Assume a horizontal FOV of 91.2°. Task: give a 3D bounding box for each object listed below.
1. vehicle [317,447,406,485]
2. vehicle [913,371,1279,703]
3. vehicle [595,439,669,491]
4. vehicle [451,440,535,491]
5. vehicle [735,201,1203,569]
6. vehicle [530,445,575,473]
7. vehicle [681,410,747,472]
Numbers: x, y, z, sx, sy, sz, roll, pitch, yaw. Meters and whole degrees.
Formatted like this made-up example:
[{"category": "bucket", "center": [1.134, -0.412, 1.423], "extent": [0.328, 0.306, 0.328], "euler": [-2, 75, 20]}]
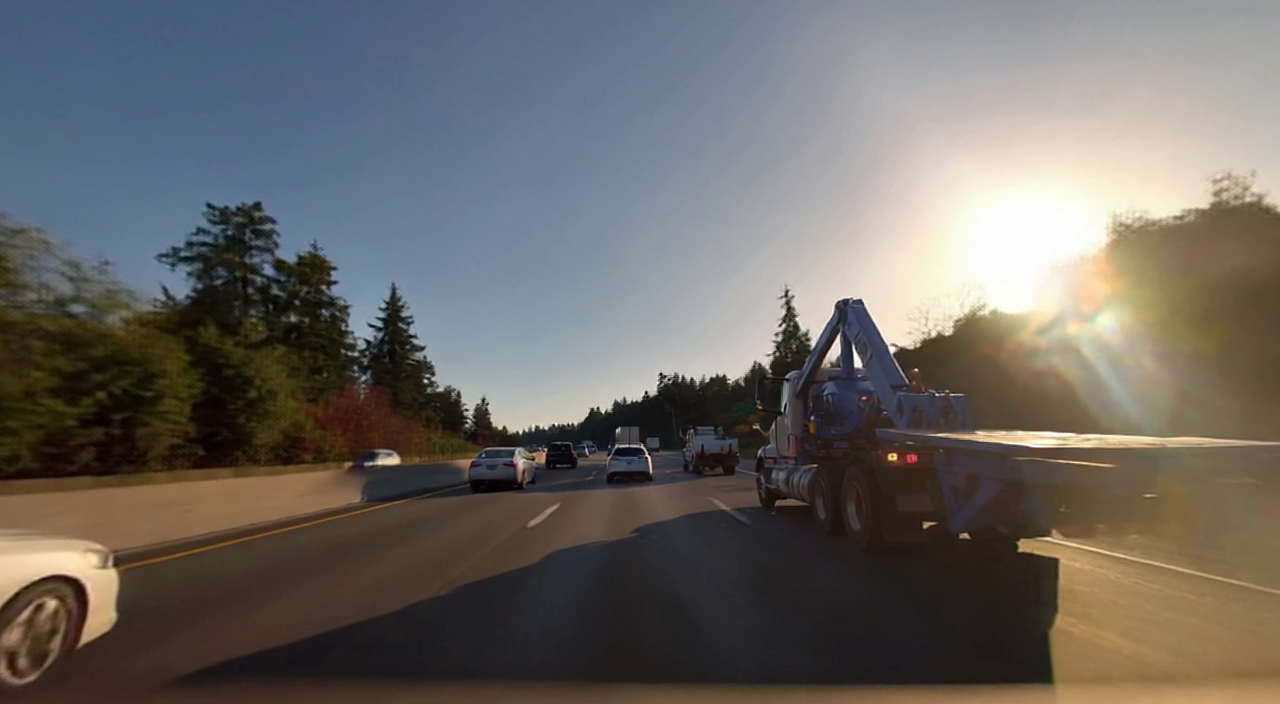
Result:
[{"category": "vehicle", "center": [-12.118, 4.969, 27.646], "extent": [1.869, 1.541, 4.519], "euler": [0, -9, 0]}, {"category": "vehicle", "center": [3.955, 0.964, 3.021], "extent": [2.599, 1.631, 5.693], "euler": [0, -9, -1]}, {"category": "vehicle", "center": [-0.293, 3.602, 20.301], "extent": [2.150, 1.498, 3.988], "euler": [0, -9, -1]}, {"category": "vehicle", "center": [-4.785, 3.744, 20.990], "extent": [1.858, 1.527, 3.974], "euler": [0, -9, 0]}, {"category": "vehicle", "center": [3.765, 0.885, 10.332], "extent": [2.975, 3.618, 8.456], "euler": [0, -9, -1]}, {"category": "vehicle", "center": [-4.961, 6.137, 36.165], "extent": [1.924, 1.481, 4.264], "euler": [0, -9, 1]}, {"category": "vehicle", "center": [3.662, 4.686, 32.676], "extent": [2.416, 2.829, 7.016], "euler": [0, -9, -1]}]
